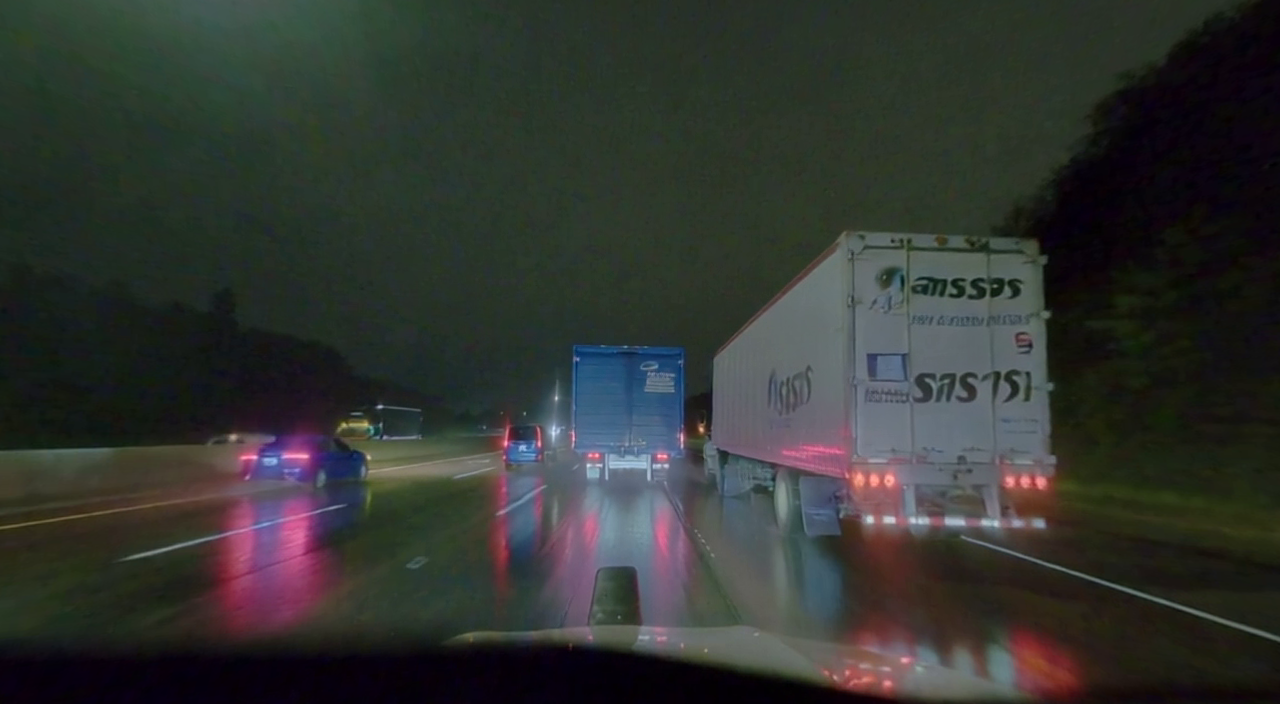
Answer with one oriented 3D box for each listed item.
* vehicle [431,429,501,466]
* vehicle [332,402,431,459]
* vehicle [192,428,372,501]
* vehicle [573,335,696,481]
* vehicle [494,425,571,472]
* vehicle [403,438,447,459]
[{"bbox_3d":[-7.969,4.395,29.183,1.981,1.574,4.561,0,-8,-1],"label":"vehicle"},{"bbox_3d":[-19.758,6.185,49.079,3.034,3.950,10.763,0,-8,1],"label":"vehicle"},{"bbox_3d":[-8.177,2.576,14.892,1.940,1.488,3.976,0,-8,-1],"label":"vehicle"},{"bbox_3d":[-0.207,2.259,23.100,3.442,4.106,10.719,0,-8,-1],"label":"vehicle"},{"bbox_3d":[-4.140,3.807,25.095,2.168,1.671,4.888,0,-8,1],"label":"vehicle"},{"bbox_3d":[-16.147,7.250,47.394,1.886,1.538,4.033,0,-8,0],"label":"vehicle"}]
